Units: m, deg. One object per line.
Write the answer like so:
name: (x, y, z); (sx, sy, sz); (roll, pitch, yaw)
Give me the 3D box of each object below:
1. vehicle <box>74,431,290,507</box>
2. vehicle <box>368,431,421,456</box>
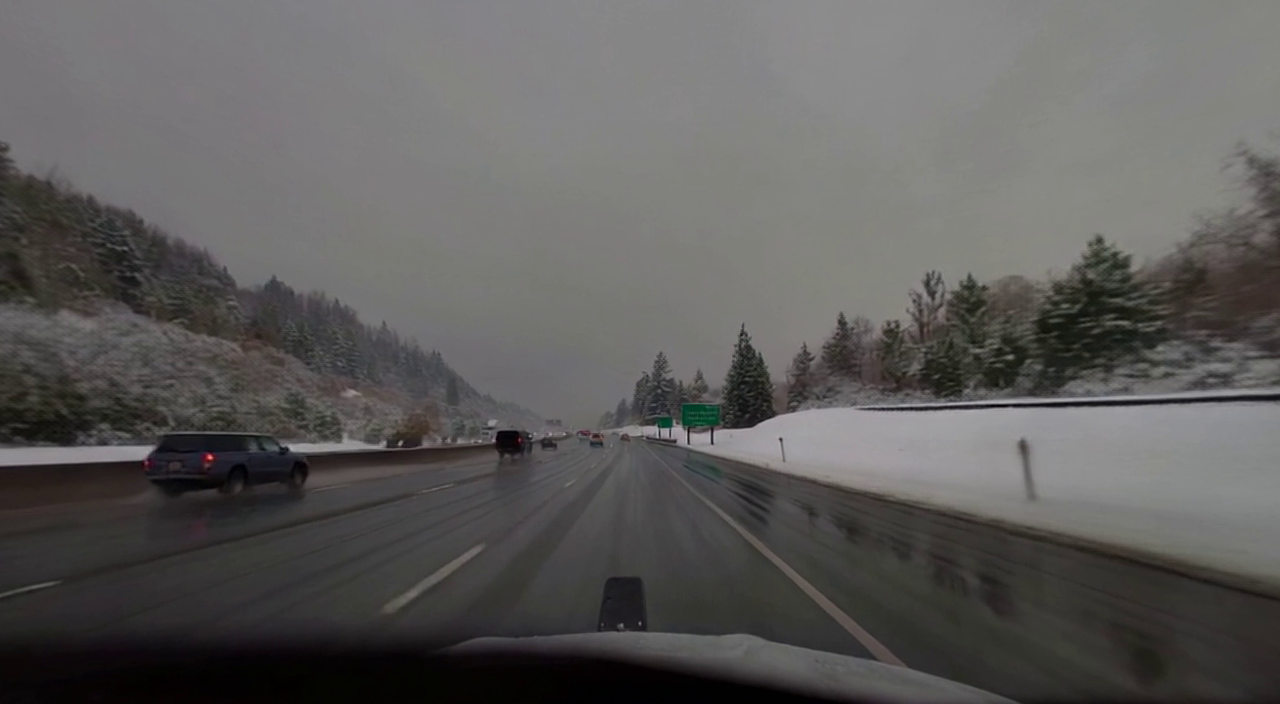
vehicle: (-11.181, 2.866, 15.867); (2.001, 1.625, 4.528); (0, -8, 0)
vehicle: (-18.657, 7.007, 47.934); (2.086, 1.767, 4.966); (0, -8, 0)
